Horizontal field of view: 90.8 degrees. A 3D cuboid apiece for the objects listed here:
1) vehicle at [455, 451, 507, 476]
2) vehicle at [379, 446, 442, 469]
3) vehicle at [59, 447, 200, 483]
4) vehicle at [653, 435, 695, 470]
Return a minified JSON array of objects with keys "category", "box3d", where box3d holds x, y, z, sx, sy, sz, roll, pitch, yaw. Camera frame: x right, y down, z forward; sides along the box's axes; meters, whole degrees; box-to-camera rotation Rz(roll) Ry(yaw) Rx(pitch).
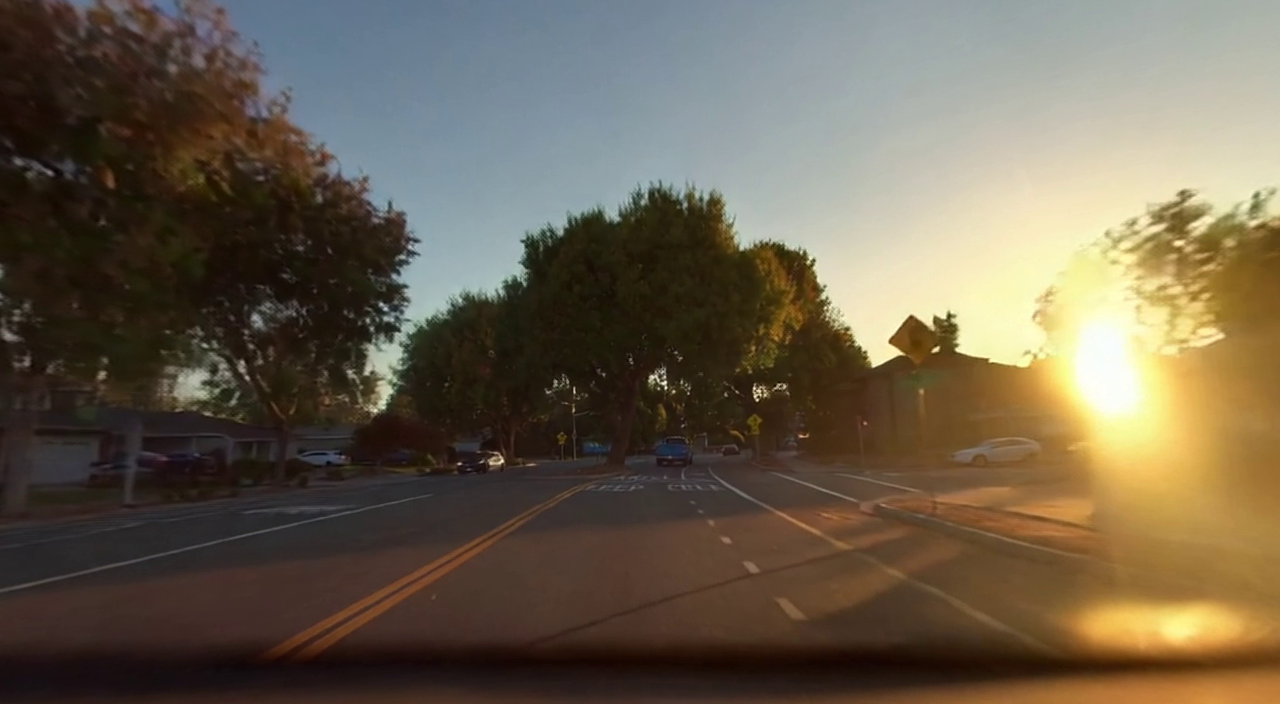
[{"category":"vehicle","box3d":[-11.058,7.759,44.243,1.873,1.508,4.483,-3,-8,9]},{"category":"vehicle","box3d":[-18.037,8.301,49.721,4.168,1.735,1.925,-1,-9,3]},{"category":"vehicle","box3d":[-25.881,5.717,32.251,4.975,1.732,2.165,2,-9,-14]},{"category":"vehicle","box3d":[2.110,6.040,37.883,2.153,1.942,4.767,-1,-9,7]}]
